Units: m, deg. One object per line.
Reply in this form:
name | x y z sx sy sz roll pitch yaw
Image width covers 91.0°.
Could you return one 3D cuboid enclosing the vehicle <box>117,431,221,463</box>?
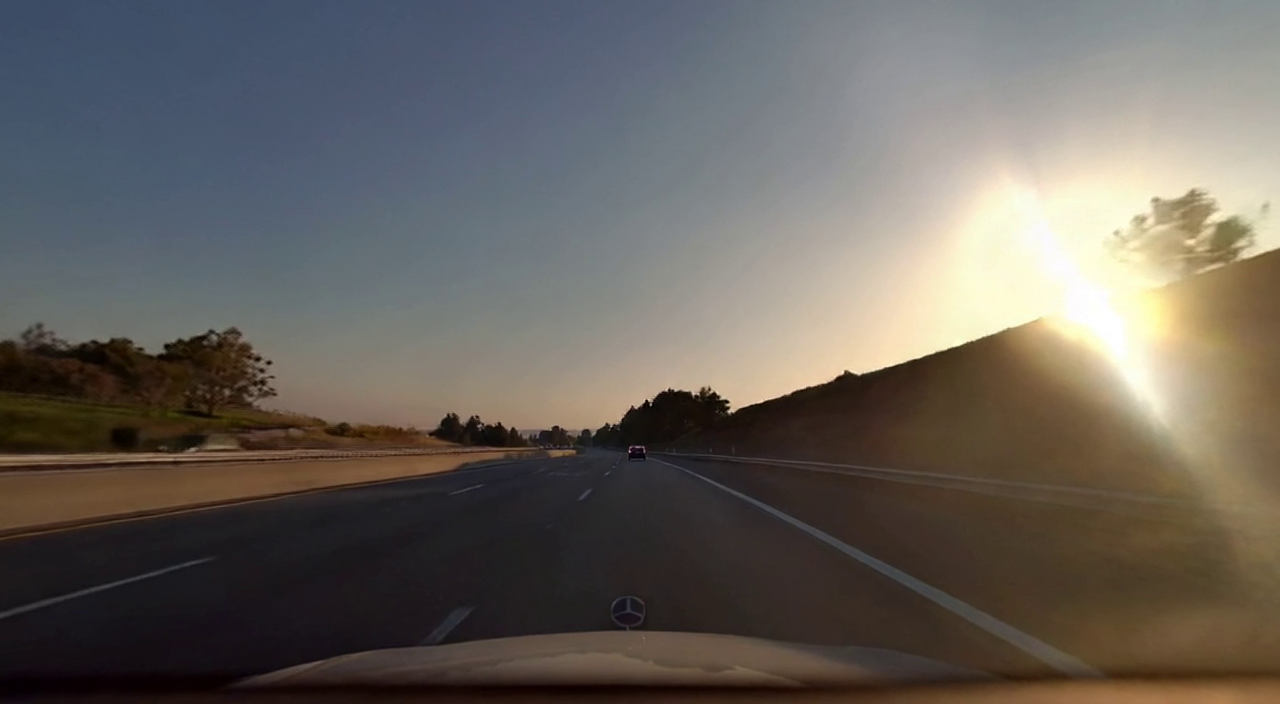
vehicle | -24.571 4.993 33.057 1.914 1.593 4.501 0 -9 0
